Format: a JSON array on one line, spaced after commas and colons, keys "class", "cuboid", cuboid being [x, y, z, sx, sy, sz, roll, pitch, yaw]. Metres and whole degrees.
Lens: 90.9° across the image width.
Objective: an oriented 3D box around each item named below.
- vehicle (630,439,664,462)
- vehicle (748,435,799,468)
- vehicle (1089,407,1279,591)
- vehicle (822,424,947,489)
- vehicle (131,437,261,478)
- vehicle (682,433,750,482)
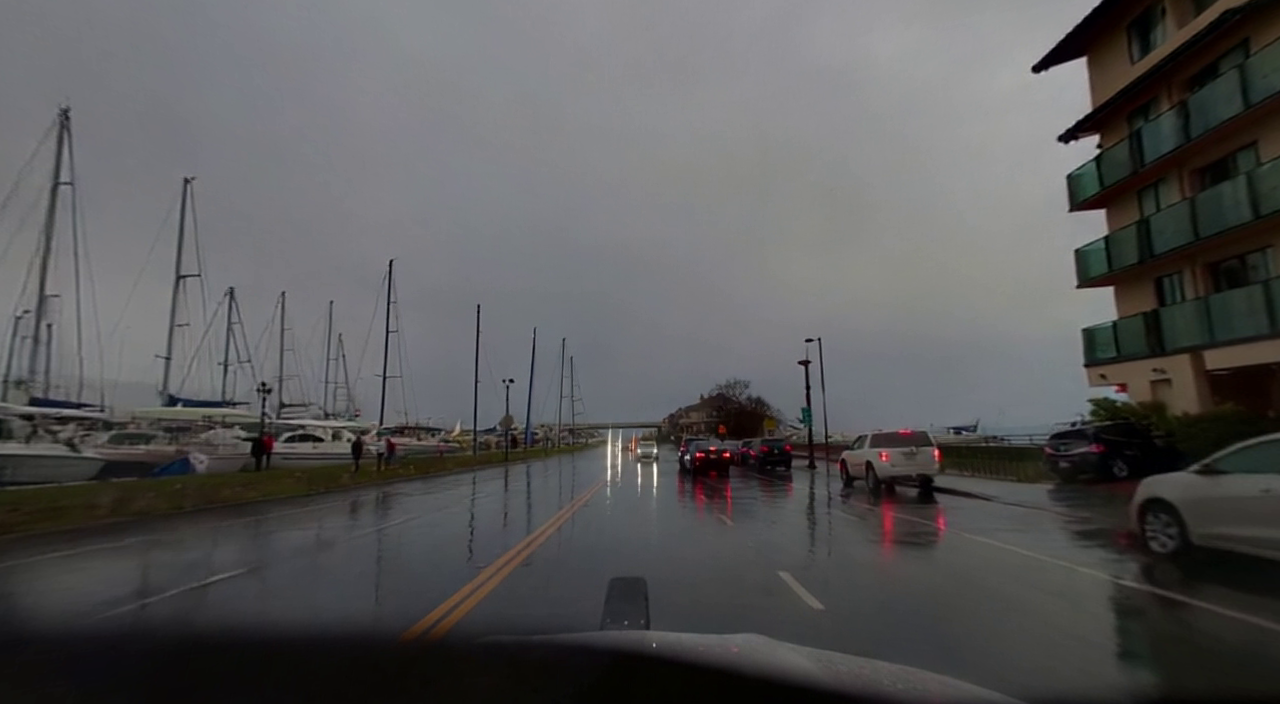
[{"class": "vehicle", "cuboid": [0.504, 6.871, 43.876, 2.284, 1.496, 3.949, -1, -8, 1]}, {"class": "vehicle", "cuboid": [7.937, 5.958, 37.921, 1.969, 1.852, 4.514, 0, -8, -1]}, {"class": "vehicle", "cuboid": [7.158, 1.413, 6.113, 2.029, 1.750, 4.825, 0, -8, 1]}, {"class": "vehicle", "cuboid": [7.899, 3.437, 21.047, 2.056, 1.896, 5.062, 0, -8, -1]}, {"class": "vehicle", "cuboid": [-18.041, 4.306, 25.955, 1.840, 1.522, 4.695, -1, -8, 2]}, {"class": "vehicle", "cuboid": [2.710, 3.872, 23.448, 2.047, 1.640, 4.051, 0, -8, 0]}]
